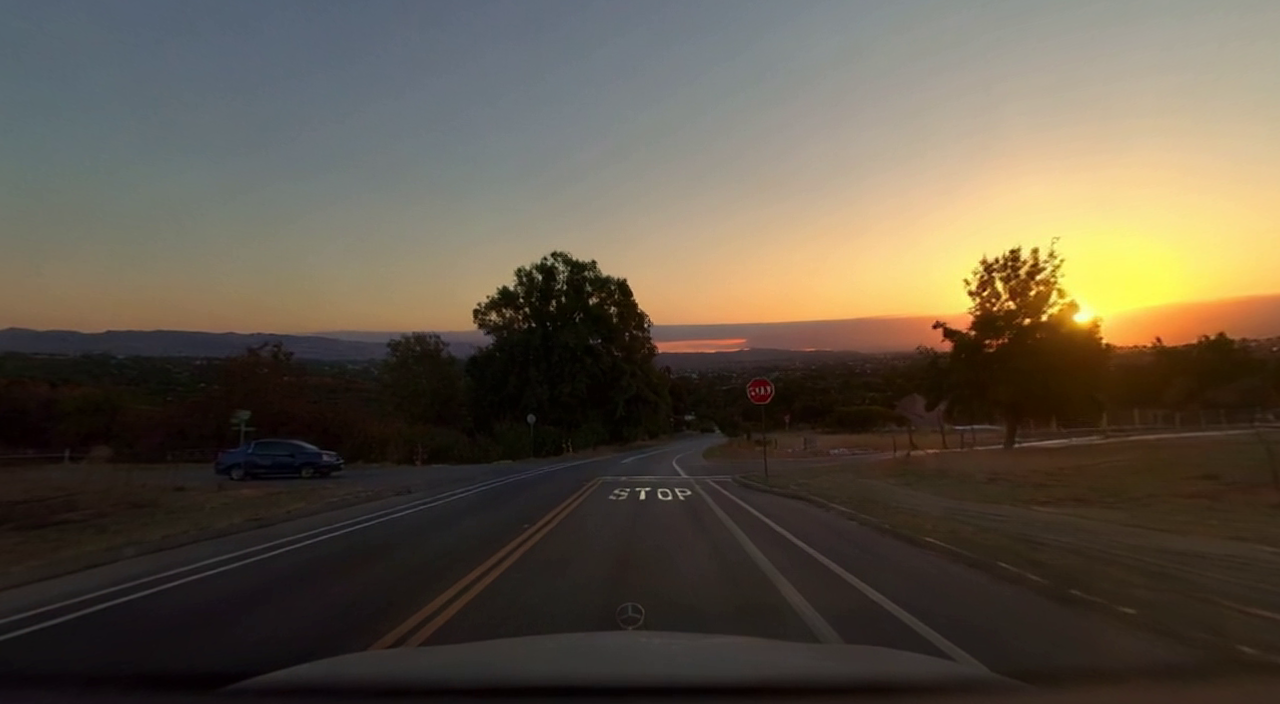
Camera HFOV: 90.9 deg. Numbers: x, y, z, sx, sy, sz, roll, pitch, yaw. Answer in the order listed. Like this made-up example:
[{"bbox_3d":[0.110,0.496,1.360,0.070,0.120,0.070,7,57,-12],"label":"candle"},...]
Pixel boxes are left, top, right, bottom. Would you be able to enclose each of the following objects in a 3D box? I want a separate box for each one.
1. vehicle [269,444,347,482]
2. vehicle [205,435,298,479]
[{"bbox_3d":[-14.639,4.889,28.027,1.739,1.539,3.548,1,-8,-5],"label":"vehicle"},{"bbox_3d":[-17.814,4.843,29.144,1.849,1.831,3.980,-1,-9,-3],"label":"vehicle"}]
